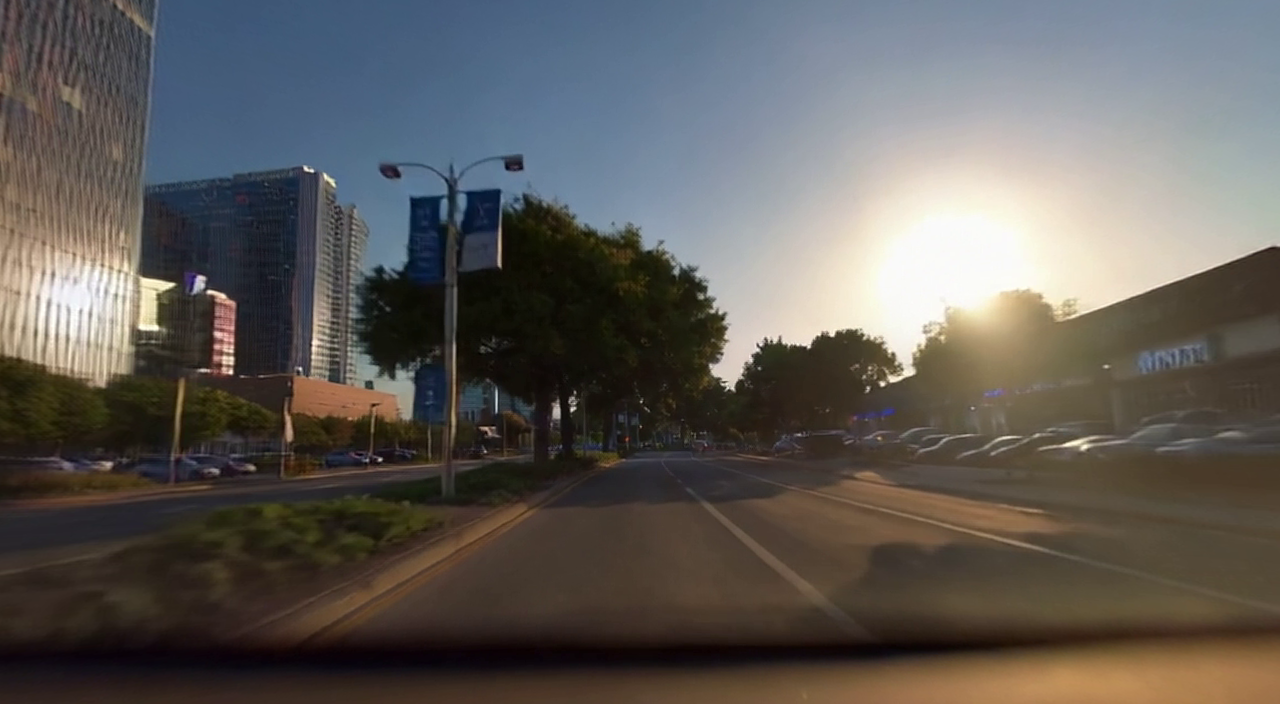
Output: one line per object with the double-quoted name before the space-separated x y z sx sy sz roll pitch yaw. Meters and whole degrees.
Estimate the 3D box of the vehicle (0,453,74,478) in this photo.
"vehicle" -40.507 7.532 42.018 4.102 1.543 1.629 0 -9 2

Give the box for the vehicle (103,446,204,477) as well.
"vehicle" -29.407 6.631 38.298 4.470 1.480 1.989 -4 -10 0
